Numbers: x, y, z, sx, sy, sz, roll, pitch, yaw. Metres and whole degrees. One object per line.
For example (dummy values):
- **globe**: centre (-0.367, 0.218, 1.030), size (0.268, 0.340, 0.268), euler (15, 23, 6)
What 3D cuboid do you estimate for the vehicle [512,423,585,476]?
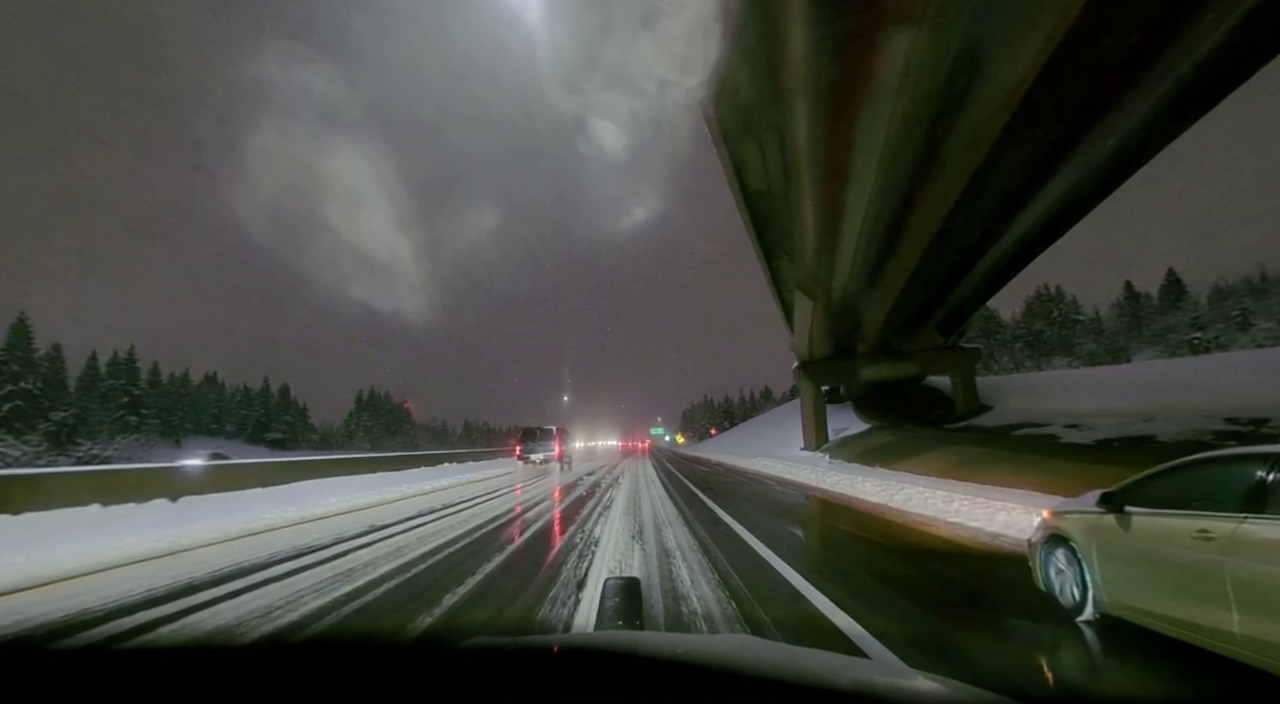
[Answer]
- **vehicle**: centre (-4.099, 4.562, 29.545), size (2.496, 2.203, 6.317), euler (0, -9, 0)

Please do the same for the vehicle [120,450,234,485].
- **vehicle**: centre (-22.112, 5.520, 30.346), size (1.884, 1.511, 4.549), euler (0, -9, 3)

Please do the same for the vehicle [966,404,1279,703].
- **vehicle**: centre (3.724, 1.011, 2.737), size (2.047, 1.532, 4.884), euler (0, -9, 1)
